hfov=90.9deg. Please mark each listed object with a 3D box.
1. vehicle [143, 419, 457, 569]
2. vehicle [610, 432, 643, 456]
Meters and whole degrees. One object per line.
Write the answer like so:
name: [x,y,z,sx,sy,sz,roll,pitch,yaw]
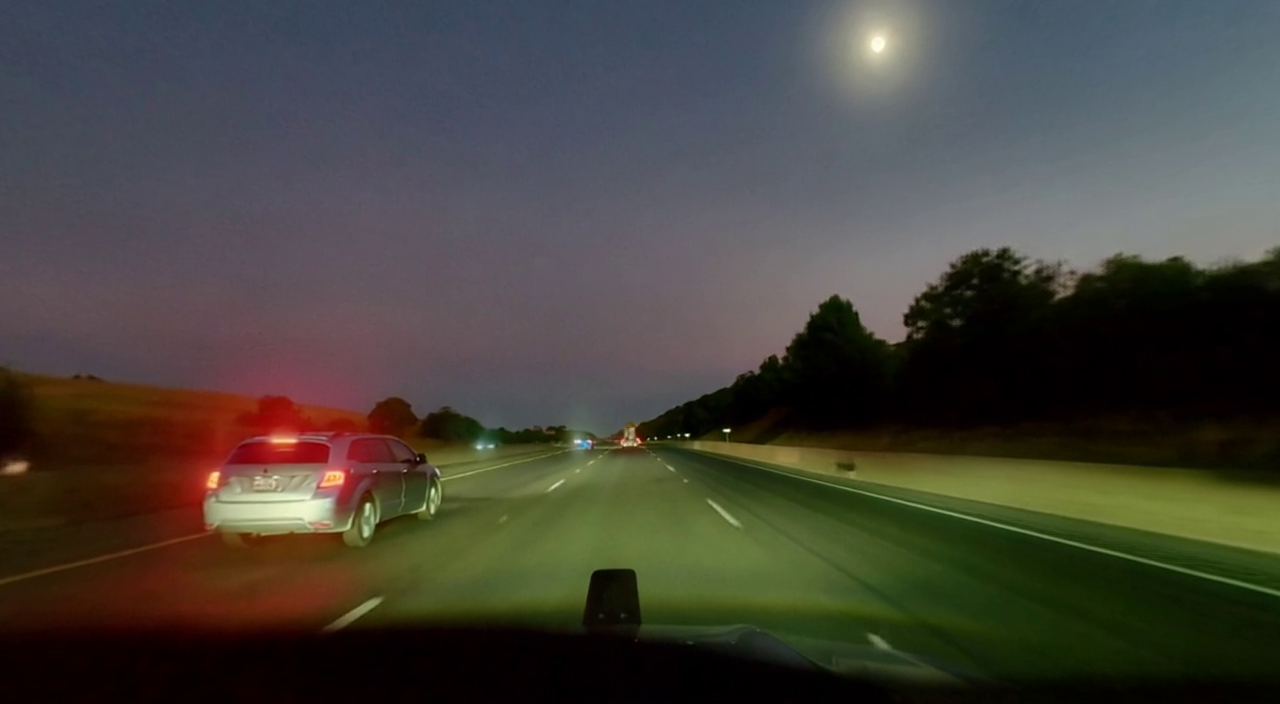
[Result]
vehicle: [-4.012,1.702,8.422,1.931,1.483,4.105,0,-8,-1]
vehicle: [-0.923,6.502,44.539,2.162,1.616,4.242,0,-8,0]
